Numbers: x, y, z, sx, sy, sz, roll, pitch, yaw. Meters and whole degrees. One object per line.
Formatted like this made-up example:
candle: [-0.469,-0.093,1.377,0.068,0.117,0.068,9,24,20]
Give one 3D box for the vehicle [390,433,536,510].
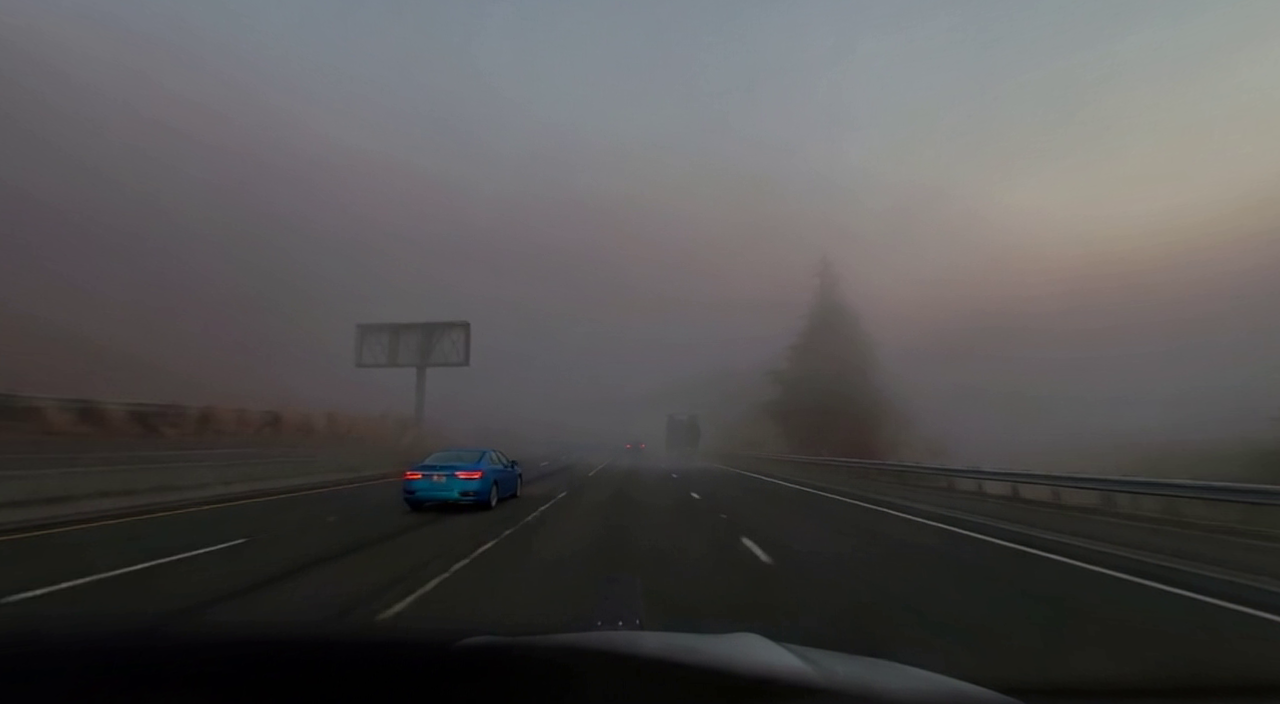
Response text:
vehicle: [-3.837,2.672,14.609,2.090,1.487,4.276,-1,-8,1]
